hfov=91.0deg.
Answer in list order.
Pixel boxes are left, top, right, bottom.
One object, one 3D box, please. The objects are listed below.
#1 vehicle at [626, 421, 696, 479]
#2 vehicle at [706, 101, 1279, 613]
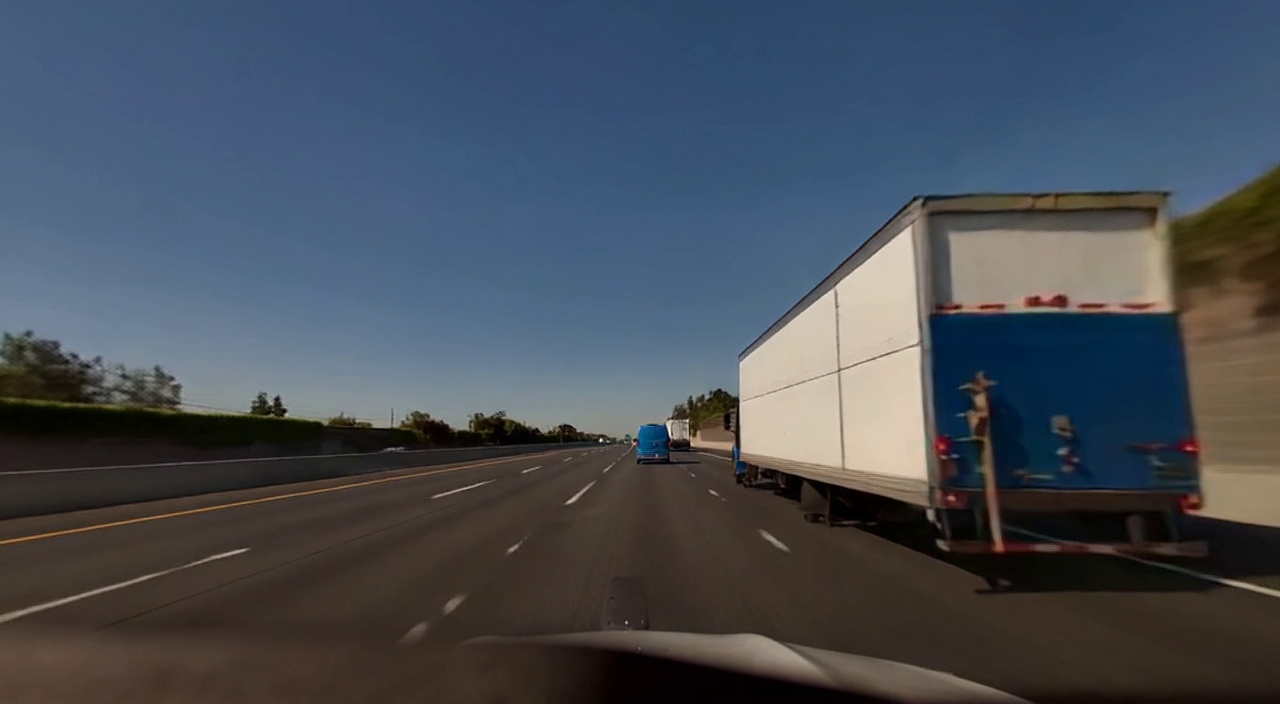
[{"bbox_3d":[0.787,3.780,24.459,2.469,2.027,4.554,0,-8,1],"label":"vehicle"},{"bbox_3d":[4.144,1.120,13.486,3.892,4.216,16.830,0,-8,1],"label":"vehicle"}]
